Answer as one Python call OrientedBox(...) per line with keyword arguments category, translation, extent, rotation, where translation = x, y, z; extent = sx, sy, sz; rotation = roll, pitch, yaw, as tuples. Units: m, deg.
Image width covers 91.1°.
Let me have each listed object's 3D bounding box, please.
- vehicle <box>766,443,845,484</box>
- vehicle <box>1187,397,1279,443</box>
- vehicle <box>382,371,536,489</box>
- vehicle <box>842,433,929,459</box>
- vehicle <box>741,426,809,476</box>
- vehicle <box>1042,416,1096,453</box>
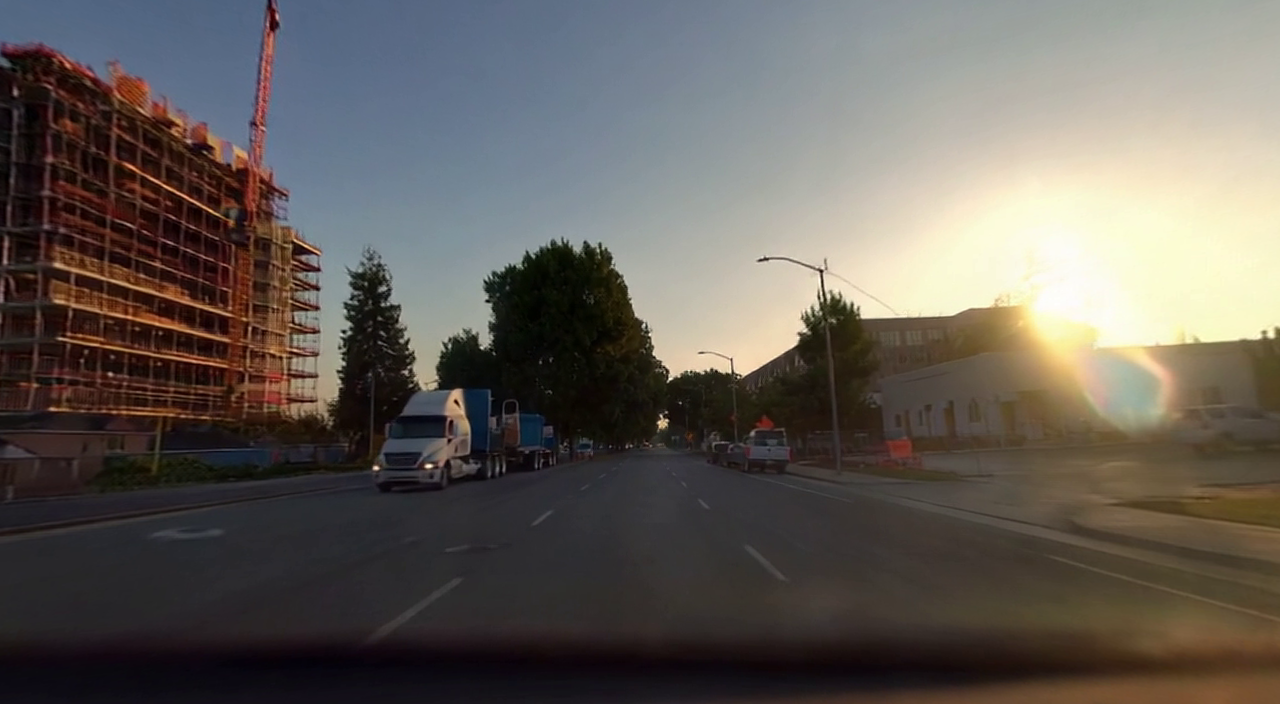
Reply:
OrientedBox(category="vehicle", translation=(6.601, 4.471, 25.604), extent=(1.933, 1.488, 4.736), rotation=(0, -8, 0))
OrientedBox(category="vehicle", translation=(29.953, 3.345, 30.453), extent=(4.720, 2.131, 2.111), rotation=(0, -8, 0))
OrientedBox(category="vehicle", translation=(-7.012, 3.407, 26.666), extent=(3.071, 3.982, 10.729), rotation=(0, -8, 1))
OrientedBox(category="vehicle", translation=(16.003, 6.128, 41.069), extent=(4.775, 1.610, 2.147), rotation=(1, -8, -2))
OrientedBox(category="vehicle", translation=(6.673, 4.968, 31.785), extent=(2.233, 2.269, 5.757), rotation=(0, -8, 1))
OrientedBox(category="vehicle", translation=(23.237, 4.542, 34.168), extent=(2.078, 1.823, 5.181), rotation=(-5, -10, 31))
